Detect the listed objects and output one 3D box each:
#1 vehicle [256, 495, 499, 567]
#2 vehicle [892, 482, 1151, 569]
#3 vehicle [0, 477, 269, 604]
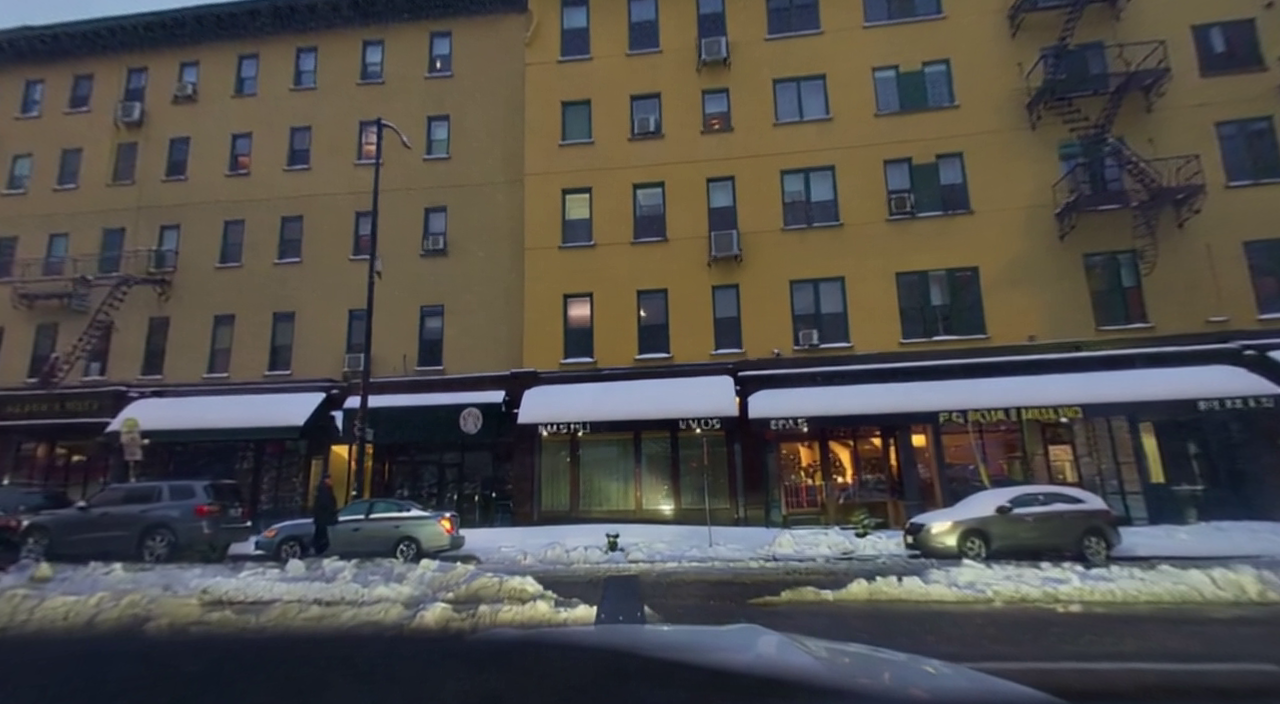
[{"bbox_3d":[-5.932,4.088,14.654,4.830,1.421,1.826,-1,-10,5],"label":"vehicle"},{"bbox_3d":[8.208,3.772,13.989,4.410,1.687,1.834,-1,-10,3],"label":"vehicle"},{"bbox_3d":[-7.980,2.547,8.997,4.330,1.458,1.932,-2,-10,10],"label":"vehicle"}]
